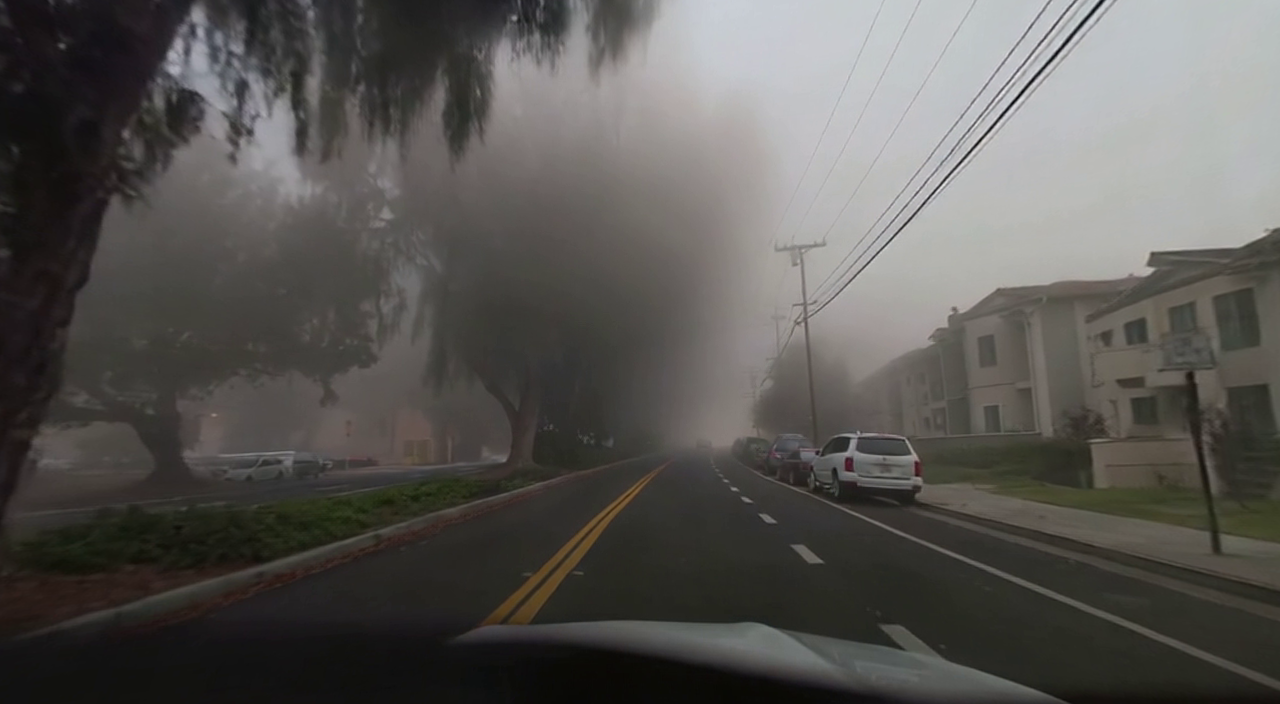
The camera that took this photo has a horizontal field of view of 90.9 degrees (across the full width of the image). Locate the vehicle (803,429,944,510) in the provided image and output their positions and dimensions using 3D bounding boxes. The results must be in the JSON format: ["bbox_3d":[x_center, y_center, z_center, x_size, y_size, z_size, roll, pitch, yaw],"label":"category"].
[{"bbox_3d":[5.308,2.720,14.993,2.011,1.649,4.001,-1,-8,4],"label":"vehicle"}]

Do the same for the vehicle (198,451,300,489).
[{"bbox_3d":[-21.334,6.430,34.697,2.060,1.814,5.097,-1,-8,5],"label":"vehicle"}]

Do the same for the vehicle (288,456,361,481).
[{"bbox_3d":[-20.417,7.545,41.040,1.909,1.451,4.757,-1,-8,6],"label":"vehicle"}]
